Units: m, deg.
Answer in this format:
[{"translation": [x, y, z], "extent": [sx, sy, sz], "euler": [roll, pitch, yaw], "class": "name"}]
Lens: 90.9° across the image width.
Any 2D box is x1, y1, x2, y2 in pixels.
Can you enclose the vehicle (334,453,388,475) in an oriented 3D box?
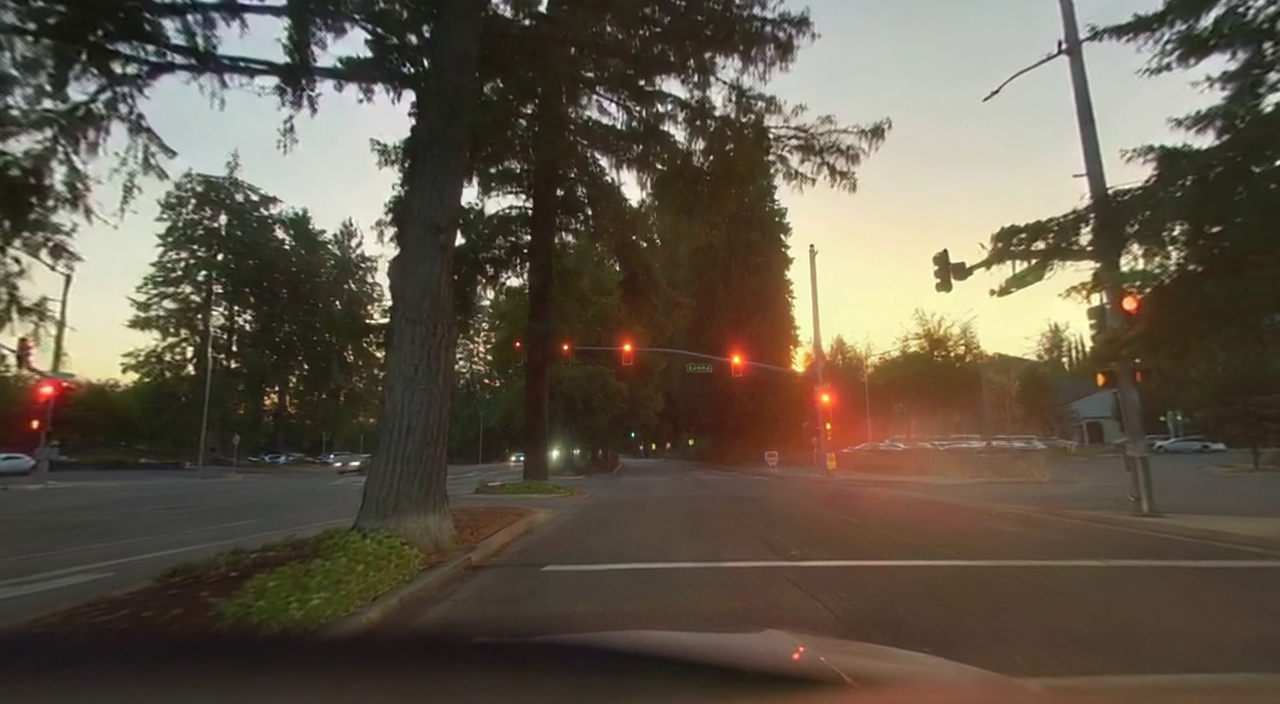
[{"translation": [-20.597, 8.285, 46.742], "extent": [1.965, 1.475, 4.269], "euler": [-1, -8, 2], "class": "vehicle"}]
